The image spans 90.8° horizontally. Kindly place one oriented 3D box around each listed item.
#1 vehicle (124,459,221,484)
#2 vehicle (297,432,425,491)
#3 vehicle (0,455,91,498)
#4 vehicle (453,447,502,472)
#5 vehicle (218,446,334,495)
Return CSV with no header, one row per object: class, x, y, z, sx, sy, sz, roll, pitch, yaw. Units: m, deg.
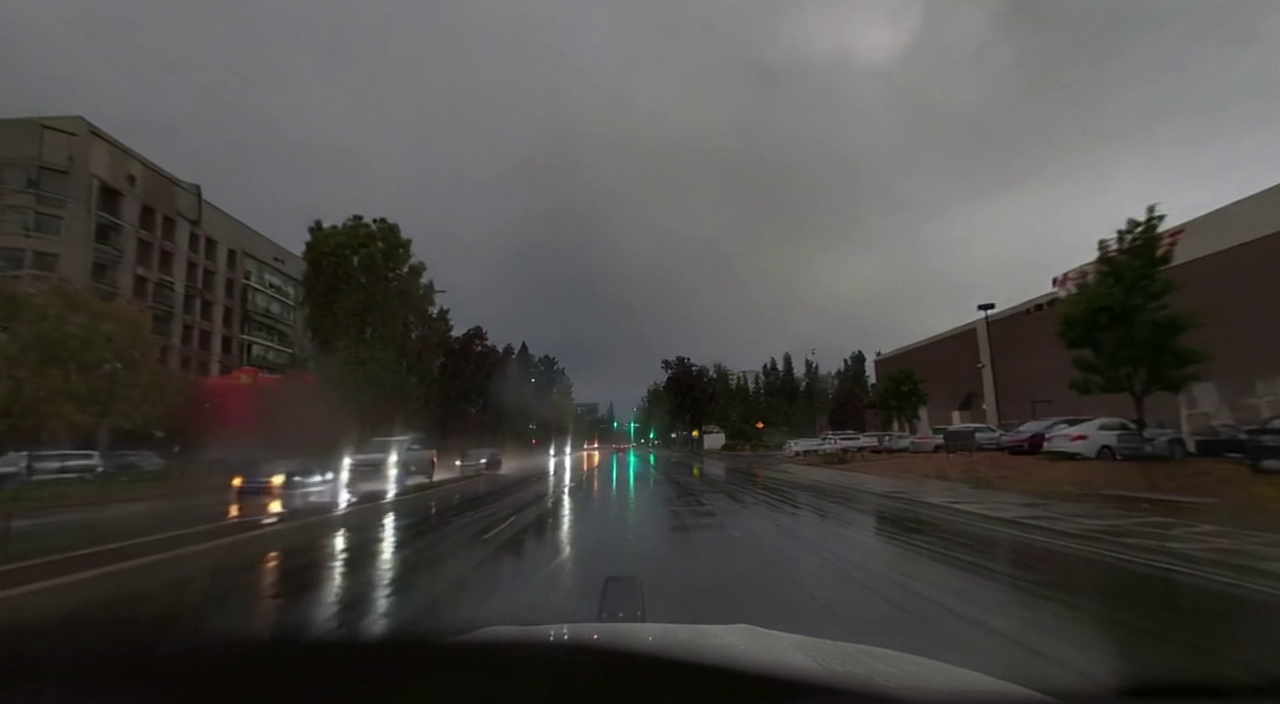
vehicle,-29.226,7.474,39.569,4.489,1.442,1.956,0,-8,-1
vehicle,-10.456,4.159,24.349,2.197,1.961,5.695,0,-9,1
vehicle,-27.181,5.431,27.616,1.849,1.724,4.516,-3,-9,9
vehicle,-10.264,6.830,40.340,1.878,1.465,4.360,0,-9,1
vehicle,-13.756,4.455,24.217,1.918,1.679,4.213,0,-9,0
